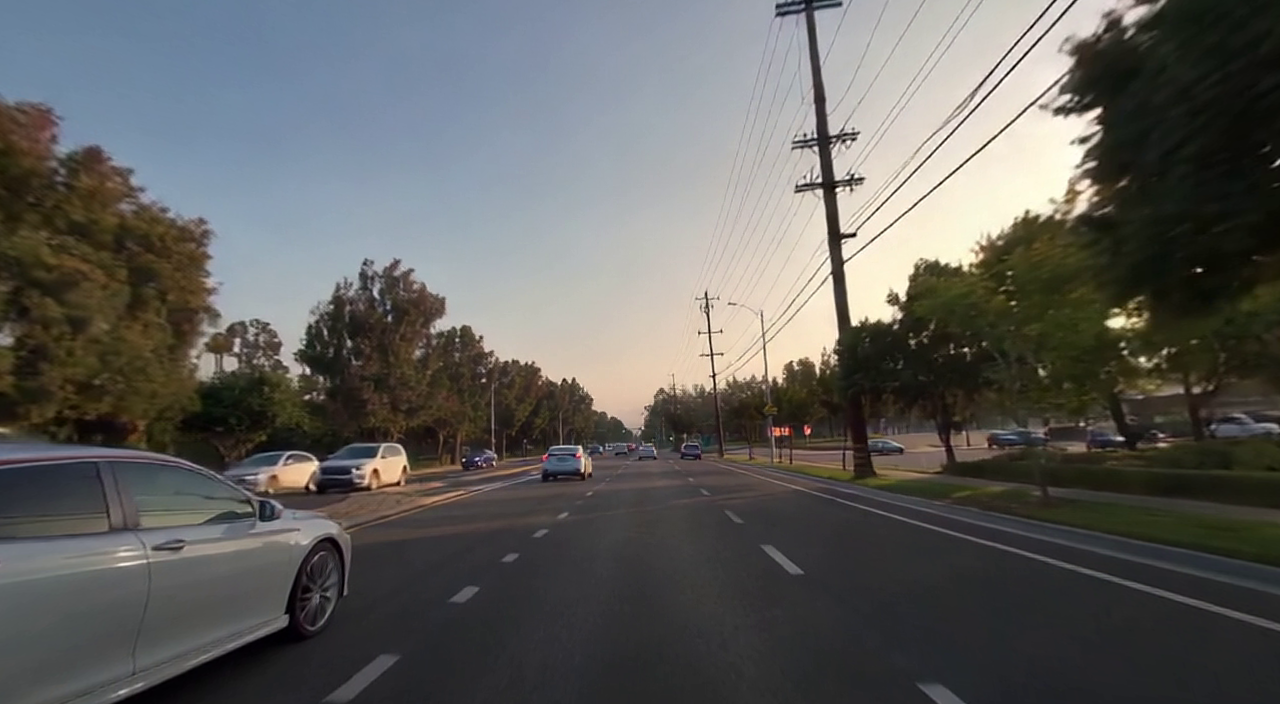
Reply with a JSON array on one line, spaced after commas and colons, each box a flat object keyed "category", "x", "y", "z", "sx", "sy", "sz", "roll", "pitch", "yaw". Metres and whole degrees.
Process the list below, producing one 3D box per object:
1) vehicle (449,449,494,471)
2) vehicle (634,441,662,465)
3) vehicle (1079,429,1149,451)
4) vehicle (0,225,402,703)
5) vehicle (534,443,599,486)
[{"category": "vehicle", "x": -12.376, "y": 7.973, "z": 46.612, "sx": 2.089, "sy": 1.489, "sz": 4.426, "roll": 0, "pitch": -9, "yaw": 1}, {"category": "vehicle", "x": 0.610, "y": 7.906, "z": 49.624, "sx": 2.155, "sy": 1.781, "sz": 3.977, "roll": 0, "pitch": -9, "yaw": 0}, {"category": "vehicle", "x": 34.208, "y": 6.342, "z": 45.463, "sx": 4.290, "sy": 1.547, "sz": 1.899, "roll": 3, "pitch": -9, "yaw": -21}, {"category": "vehicle", "x": -3.041, "y": 0.645, "z": 1.926, "sx": 2.381, "sy": 1.961, "sz": 5.563, "roll": 0, "pitch": -9, "yaw": 1}, {"category": "vehicle", "x": -2.701, "y": 4.246, "z": 24.077, "sx": 1.982, "sy": 1.451, "sz": 4.152, "roll": 0, "pitch": -9, "yaw": 0}]
